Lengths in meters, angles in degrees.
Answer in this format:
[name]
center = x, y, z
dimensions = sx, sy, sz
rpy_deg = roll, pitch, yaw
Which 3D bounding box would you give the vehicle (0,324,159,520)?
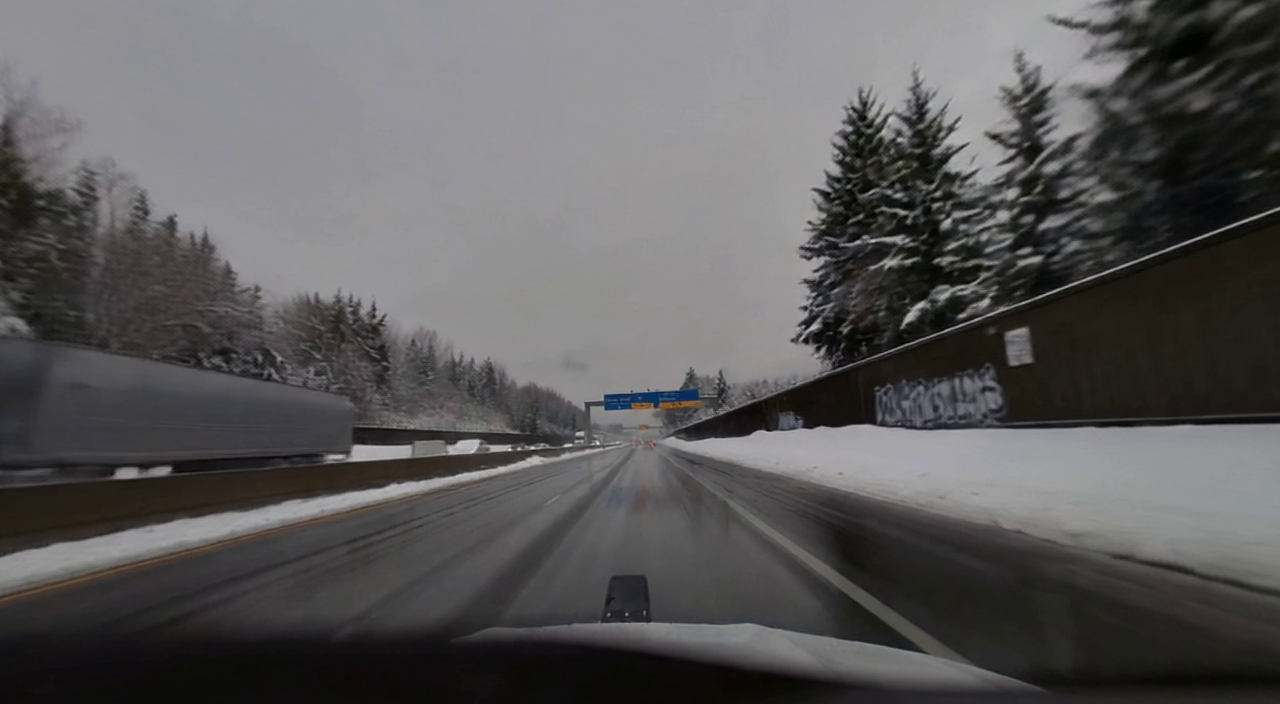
[vehicle]
center = -15.165, 1.661, 14.574
dimensions = 3.033, 4.136, 5.972
rpy_deg = 1, -8, 0
